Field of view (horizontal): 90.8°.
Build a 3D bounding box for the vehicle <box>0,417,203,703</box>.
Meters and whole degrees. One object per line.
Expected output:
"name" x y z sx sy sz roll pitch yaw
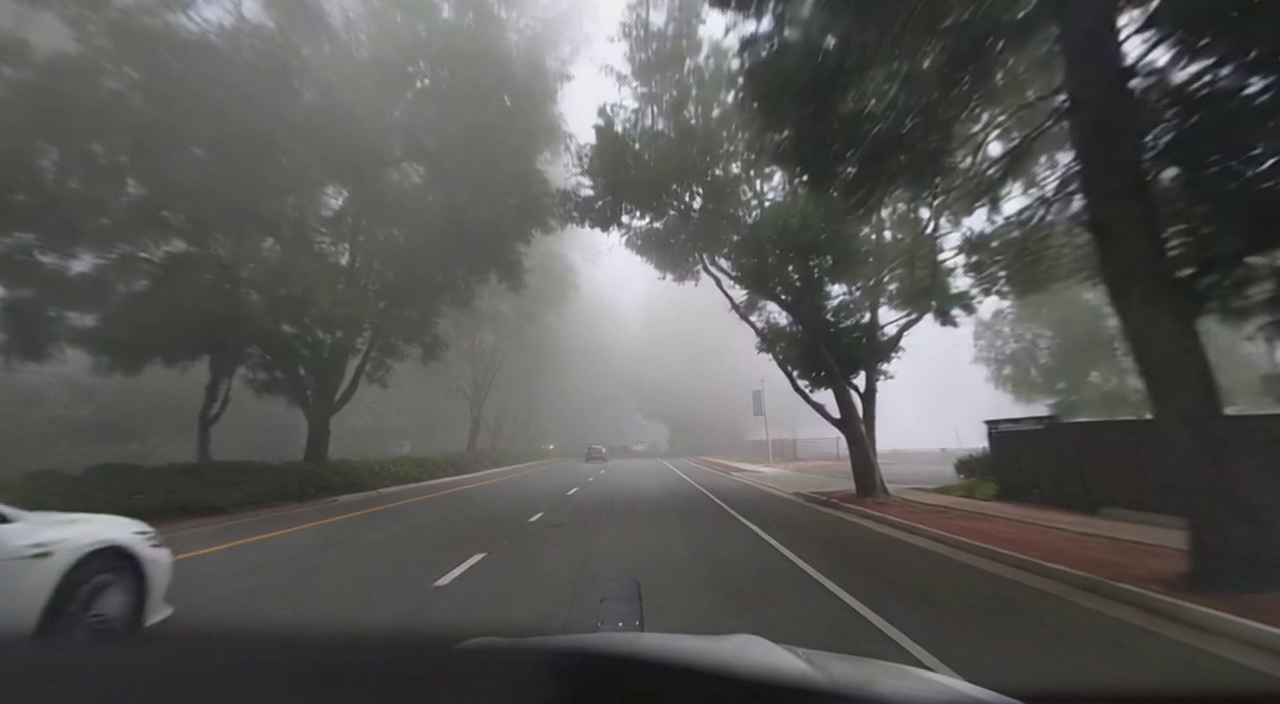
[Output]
"vehicle" -3.875 0.895 2.007 1.870 1.431 4.317 0 -8 0
